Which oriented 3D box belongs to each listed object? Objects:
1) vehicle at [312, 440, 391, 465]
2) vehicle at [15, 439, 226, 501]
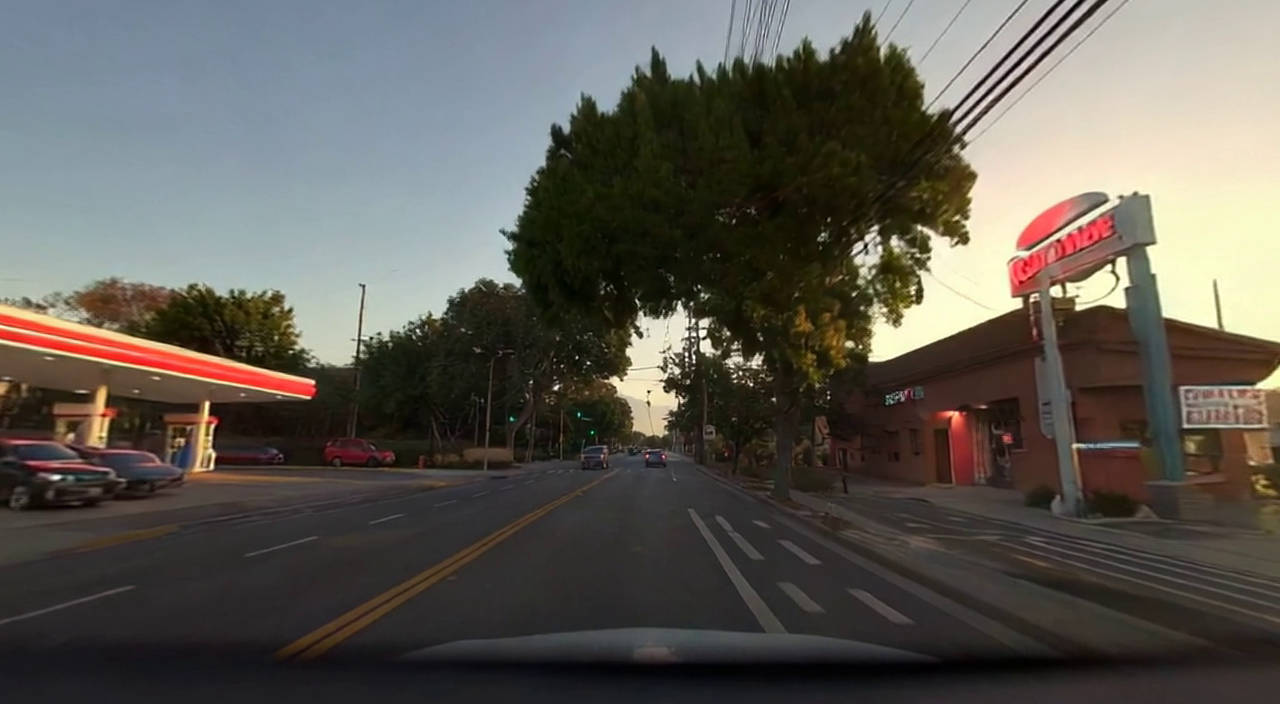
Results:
[{"bbox_3d":[-22.163,7.726,48.793,2.094,1.778,5.276,-5,-10,28],"label":"vehicle"},{"bbox_3d":[-13.862,3.147,17.352,1.947,1.435,4.606,0,-9,-1],"label":"vehicle"}]
